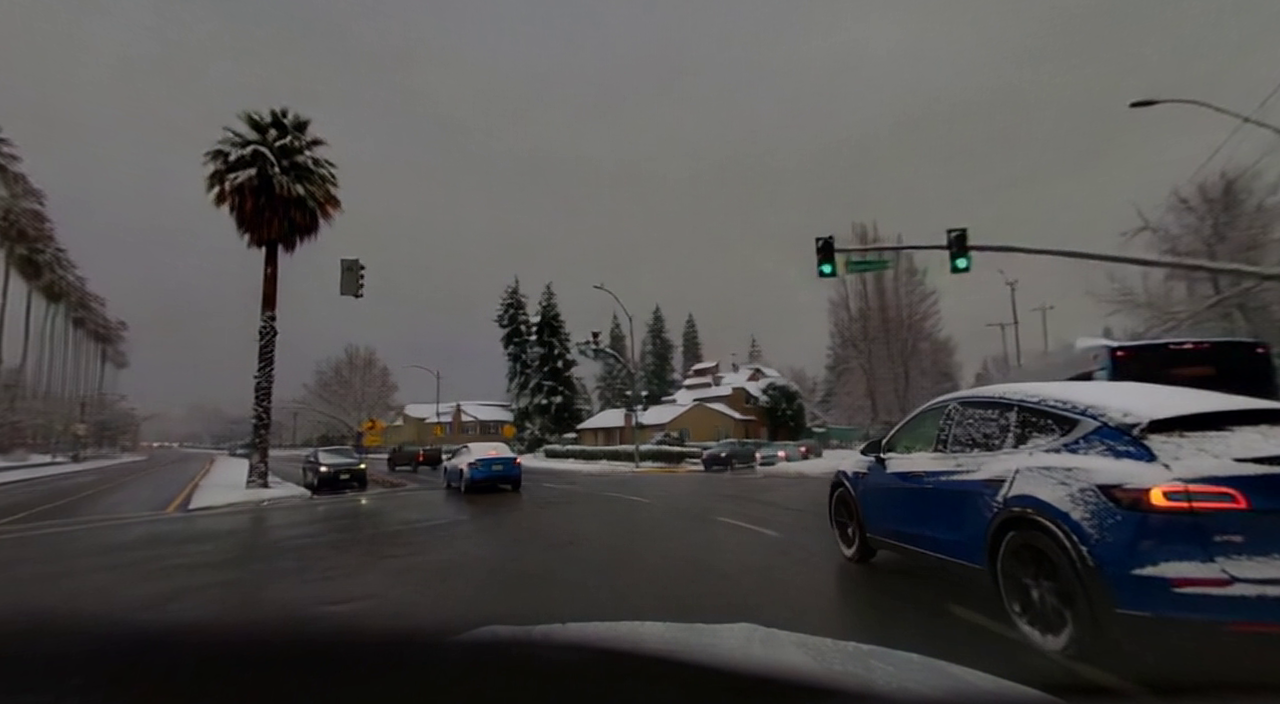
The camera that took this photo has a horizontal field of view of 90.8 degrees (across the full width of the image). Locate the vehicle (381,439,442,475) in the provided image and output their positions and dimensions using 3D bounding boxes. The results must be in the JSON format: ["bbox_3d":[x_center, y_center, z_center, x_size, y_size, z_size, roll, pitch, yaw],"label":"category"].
[{"bbox_3d":[-13.140,5.957,36.147,2.272,1.891,4.562,5,-10,-32],"label":"vehicle"}]

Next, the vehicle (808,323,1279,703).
[{"bbox_3d":[3.350,1.144,5.300,2.205,1.803,5.135,0,-8,-3],"label":"vehicle"}]

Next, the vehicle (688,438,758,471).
[{"bbox_3d":[4.931,5.940,36.962,2.290,1.688,5.224,-6,-9,28],"label":"vehicle"}]

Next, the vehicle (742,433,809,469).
[{"bbox_3d":[7.385,5.304,33.953,2.122,1.730,5.138,-5,-10,27],"label":"vehicle"}]

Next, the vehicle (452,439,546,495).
[{"bbox_3d":[-5.033,3.939,22.070,2.341,1.709,4.466,3,-9,-24],"label":"vehicle"}]

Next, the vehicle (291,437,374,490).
[{"bbox_3d":[-12.611,4.457,25.690,2.283,1.878,5.384,5,-10,-33],"label":"vehicle"}]
